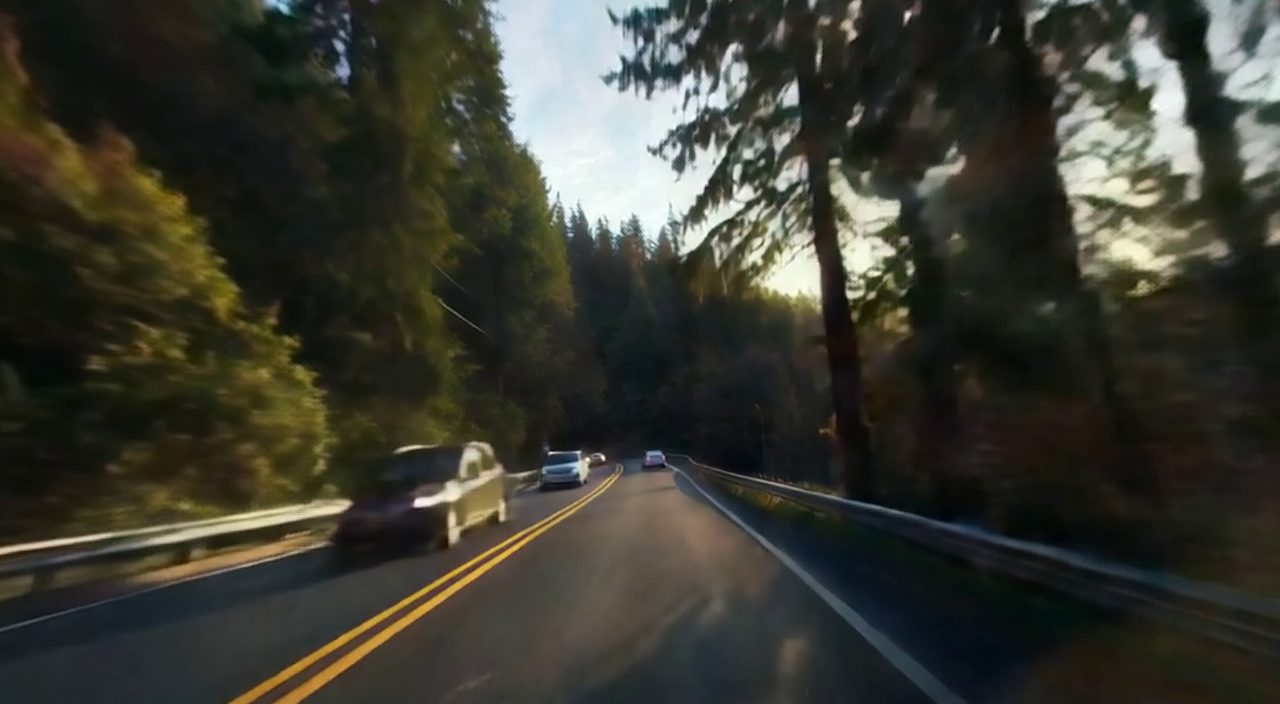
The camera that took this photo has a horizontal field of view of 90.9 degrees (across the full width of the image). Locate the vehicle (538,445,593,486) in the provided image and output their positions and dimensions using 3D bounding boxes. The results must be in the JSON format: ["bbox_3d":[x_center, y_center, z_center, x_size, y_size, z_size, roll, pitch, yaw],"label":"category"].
[{"bbox_3d":[-3.576,5.559,31.385,2.066,1.827,5.178,0,-9,0],"label":"vehicle"}]

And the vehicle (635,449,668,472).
[{"bbox_3d":[0.720,7.513,43.745,2.120,1.491,4.349,0,-9,-1],"label":"vehicle"}]

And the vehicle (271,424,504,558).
[{"bbox_3d":[-4.075,2.314,11.297,2.170,1.872,4.643,0,-9,1],"label":"vehicle"}]
